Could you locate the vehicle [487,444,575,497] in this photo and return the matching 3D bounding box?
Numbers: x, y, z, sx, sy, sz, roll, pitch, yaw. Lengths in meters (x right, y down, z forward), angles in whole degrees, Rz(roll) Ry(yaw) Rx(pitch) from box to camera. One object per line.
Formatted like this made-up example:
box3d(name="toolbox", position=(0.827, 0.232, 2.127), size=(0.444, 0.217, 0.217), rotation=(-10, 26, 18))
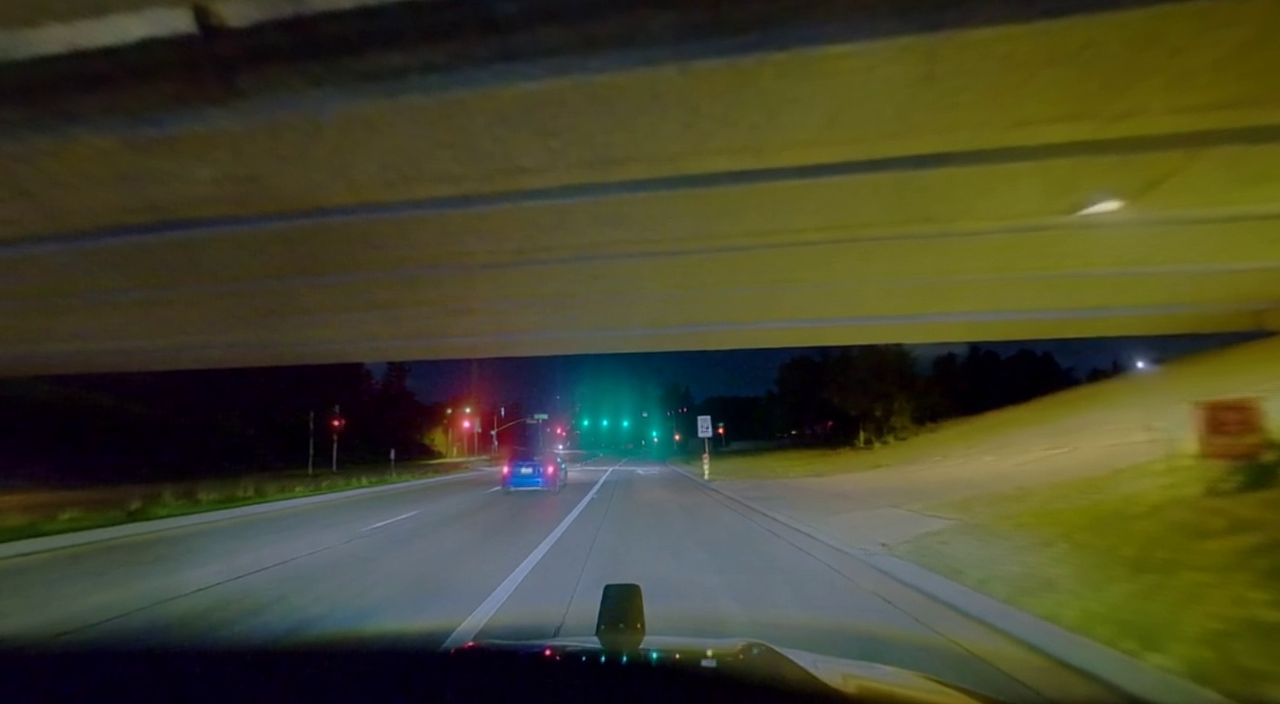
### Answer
box3d(name="vehicle", position=(-3.324, 3.719, 20.137), size=(1.963, 1.460, 4.614), rotation=(0, -9, 0))
